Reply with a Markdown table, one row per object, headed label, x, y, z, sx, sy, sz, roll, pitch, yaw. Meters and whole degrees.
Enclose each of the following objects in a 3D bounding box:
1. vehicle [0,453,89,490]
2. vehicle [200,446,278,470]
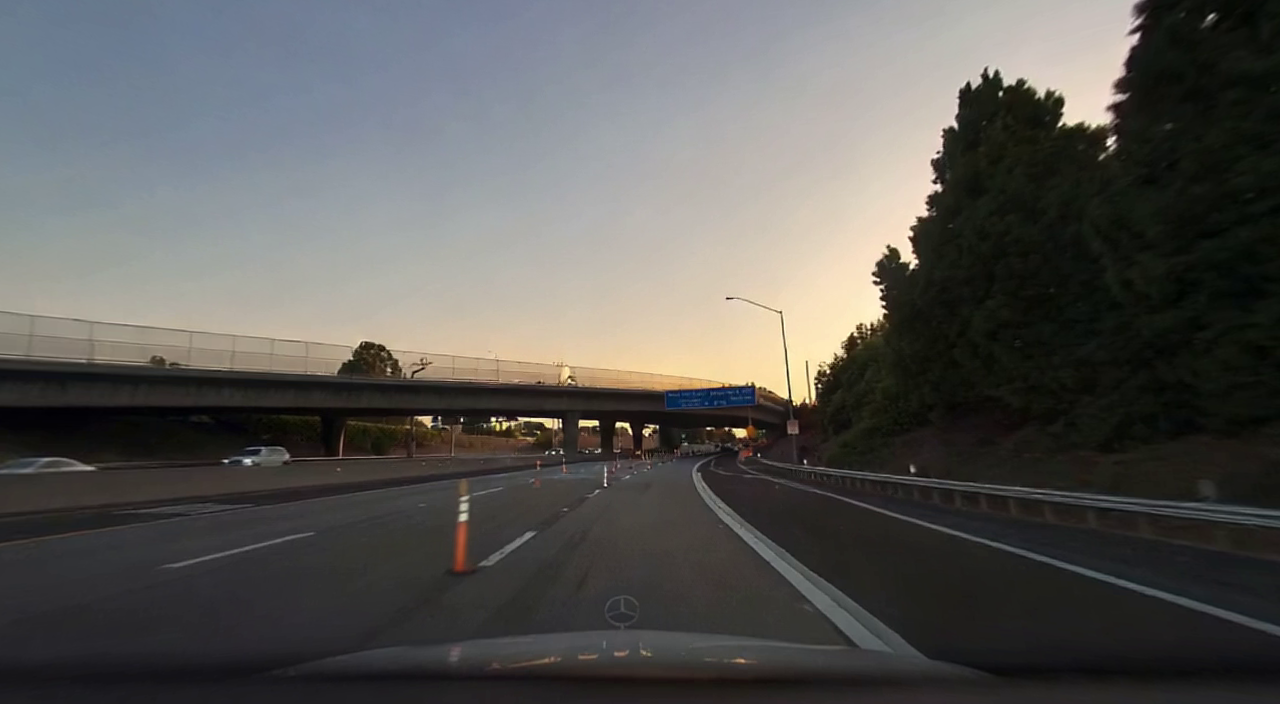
| label | x | y | z | sx | sy | sz | roll | pitch | yaw |
| --- | --- | --- | --- | --- | --- | --- | --- | --- | --- |
| vehicle | -26.251 | 5.047 | 26.852 | 1.701 | 1.455 | 4.012 | -1 | -9 | 3 |
| vehicle | -28.845 | 7.615 | 45.534 | 2.162 | 1.616 | 4.951 | -1 | -9 | 4 |
